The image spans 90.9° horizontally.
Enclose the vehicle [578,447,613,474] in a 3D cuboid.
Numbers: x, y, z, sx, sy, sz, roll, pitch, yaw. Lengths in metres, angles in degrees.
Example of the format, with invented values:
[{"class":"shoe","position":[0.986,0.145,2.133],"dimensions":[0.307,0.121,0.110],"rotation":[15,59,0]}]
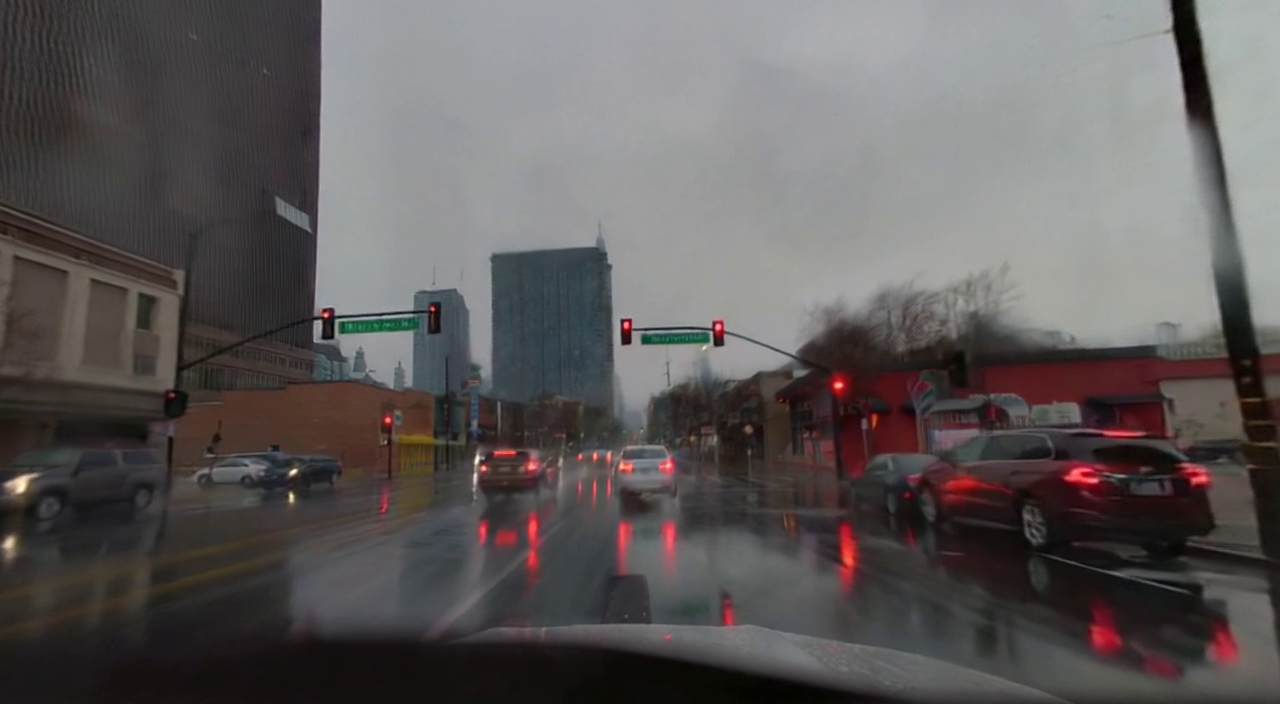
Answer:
[{"class":"vehicle","position":[-2.985,7.383,43.238],"dimensions":[2.007,1.736,4.185],"rotation":[0,-9,1]}]

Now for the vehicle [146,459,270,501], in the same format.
[{"class":"vehicle","position":[-17.234,5.116,25.479],"dimensions":[1.774,1.436,4.473],"rotation":[0,-9,1]}]

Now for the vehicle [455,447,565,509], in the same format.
[{"class":"vehicle","position":[-3.360,3.346,17.217],"dimensions":[1.950,1.450,4.257],"rotation":[0,-9,2]}]

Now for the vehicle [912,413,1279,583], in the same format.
[{"class":"vehicle","position":[6.511,2.032,9.758],"dimensions":[2.289,1.867,5.322],"rotation":[0,-9,1]}]

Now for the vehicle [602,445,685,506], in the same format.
[{"class":"vehicle","position":[0.082,3.381,17.725],"dimensions":[2.037,1.484,4.073],"rotation":[0,-9,0]}]

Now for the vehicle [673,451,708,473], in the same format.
[{"class":"vehicle","position":[3.523,7.744,44.668],"dimensions":[2.047,1.463,4.514],"rotation":[0,-9,0]}]

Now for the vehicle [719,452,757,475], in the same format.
[{"class":"vehicle","position":[6.861,7.801,44.401],"dimensions":[1.944,1.462,4.406],"rotation":[0,-9,0]}]

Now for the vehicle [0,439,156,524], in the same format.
[{"class":"vehicle","position":[-15.821,3.472,17.666],"dimensions":[2.239,1.963,5.779],"rotation":[4,-9,-25]}]

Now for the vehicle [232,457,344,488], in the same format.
[{"class":"vehicle","position":[-19.111,6.497,34.254],"dimensions":[5.163,1.510,2.174],"rotation":[-3,-9,16]}]
